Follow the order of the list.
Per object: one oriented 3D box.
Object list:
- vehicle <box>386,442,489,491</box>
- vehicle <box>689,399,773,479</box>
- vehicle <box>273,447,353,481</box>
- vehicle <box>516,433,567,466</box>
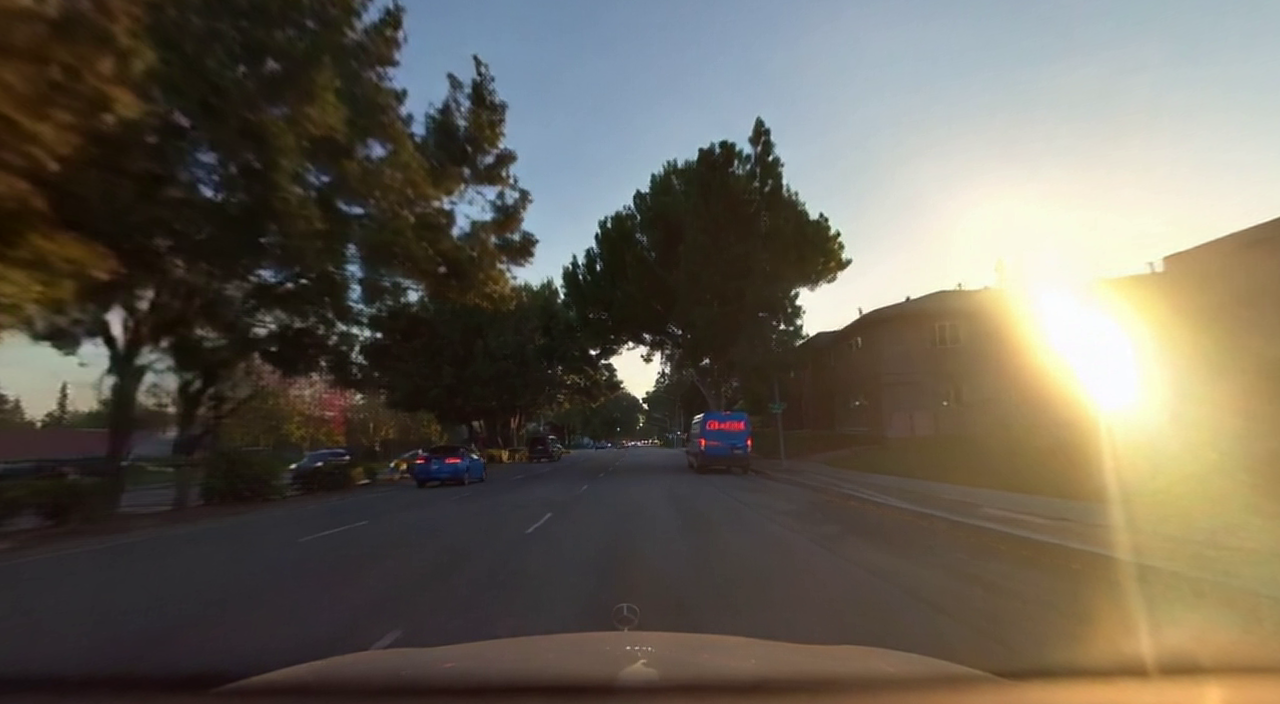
[{"bbox_3d":[-6.708,3.821,21.485,1.970,1.456,4.441,0,-9,1],"label":"vehicle"},{"bbox_3d":[3.632,3.667,26.401,2.791,3.026,4.668,0,-9,0],"label":"vehicle"},{"bbox_3d":[-17.817,6.105,34.700,1.945,1.702,4.438,0,-9,1],"label":"vehicle"},{"bbox_3d":[-6.396,6.438,41.772,2.332,2.039,5.678,0,-9,1],"label":"vehicle"}]
